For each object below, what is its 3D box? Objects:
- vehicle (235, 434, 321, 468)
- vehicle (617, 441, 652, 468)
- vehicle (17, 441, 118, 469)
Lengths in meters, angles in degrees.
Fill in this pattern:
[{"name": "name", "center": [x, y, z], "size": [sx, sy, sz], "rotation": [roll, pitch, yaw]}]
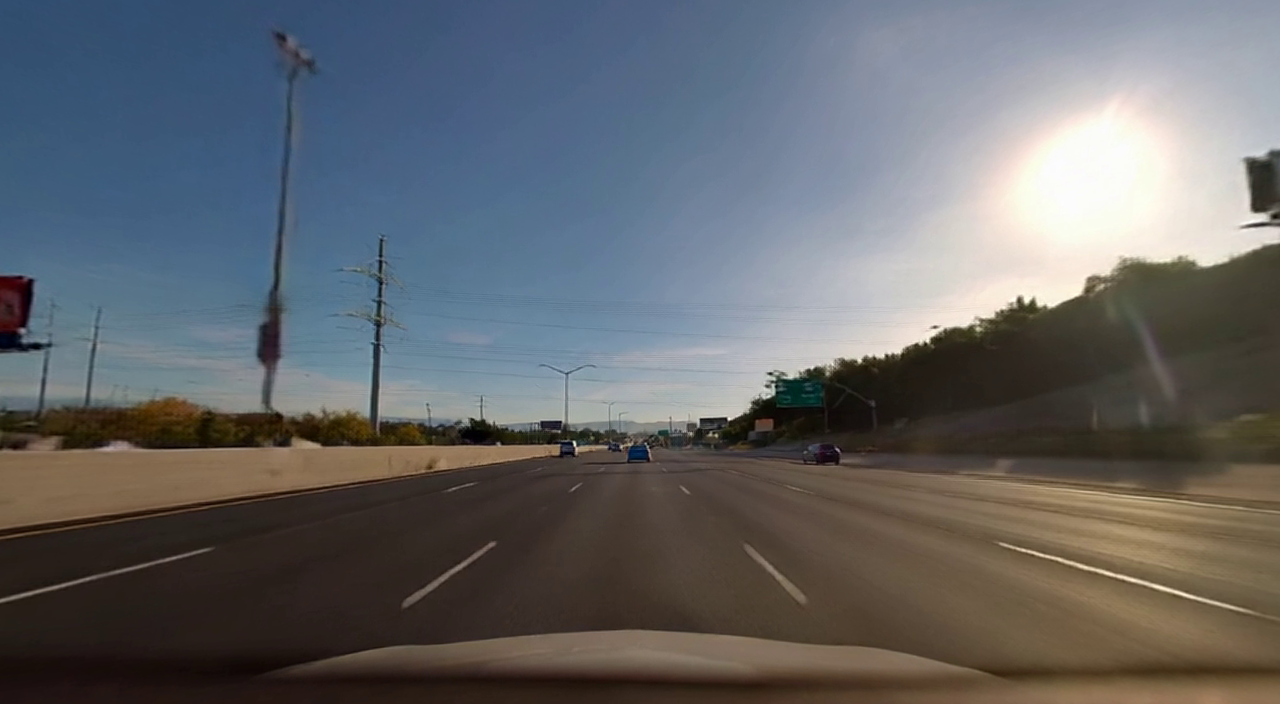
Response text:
[{"name": "vehicle", "center": [-16.584, 4.565, 29.132], "size": [1.731, 1.446, 3.527], "rotation": [-1, -8, 2]}, {"name": "vehicle", "center": [-0.360, 6.332, 39.266], "size": [2.074, 1.574, 3.971], "rotation": [0, -8, -1]}, {"name": "vehicle", "center": [-31.869, 5.722, 35.323], "size": [1.829, 1.472, 3.940], "rotation": [0, -8, 2]}]
